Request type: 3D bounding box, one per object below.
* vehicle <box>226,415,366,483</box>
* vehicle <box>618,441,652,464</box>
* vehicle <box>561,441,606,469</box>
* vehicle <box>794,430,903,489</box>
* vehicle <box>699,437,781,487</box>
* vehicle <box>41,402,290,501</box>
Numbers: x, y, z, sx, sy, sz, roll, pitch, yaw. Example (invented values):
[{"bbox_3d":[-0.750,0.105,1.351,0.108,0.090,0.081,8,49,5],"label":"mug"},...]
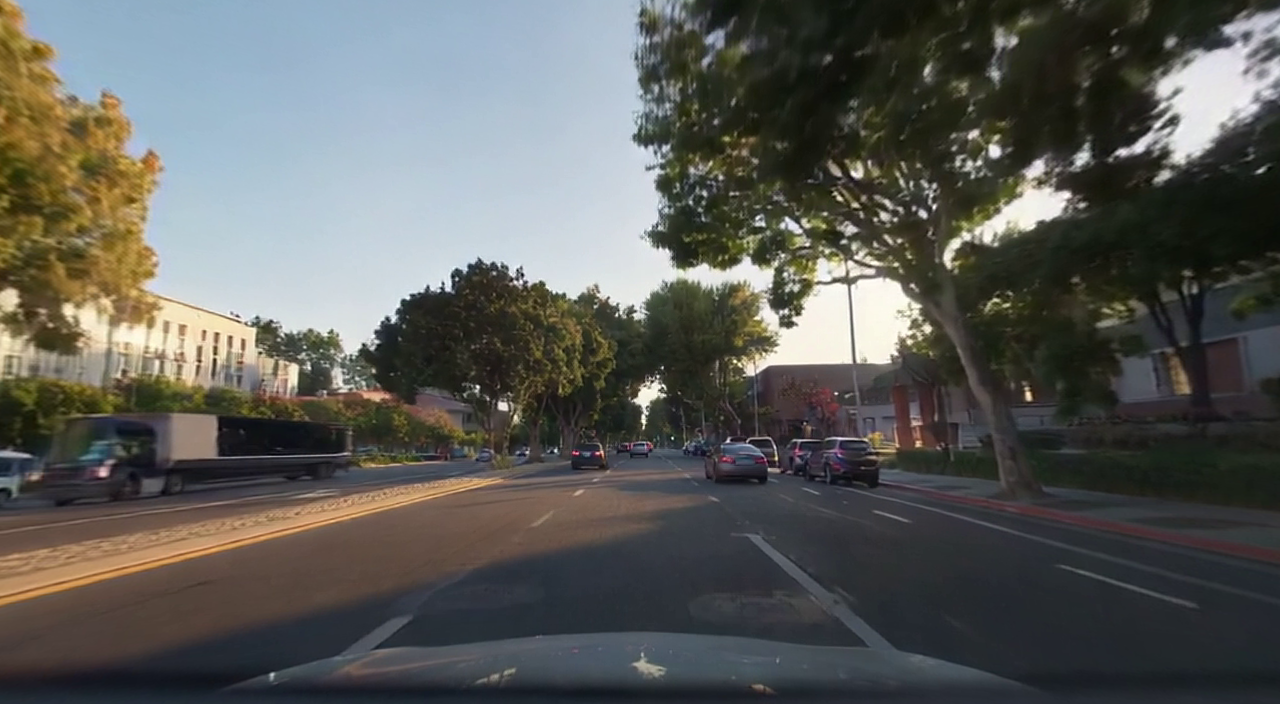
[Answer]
[{"bbox_3d":[-19.031,5.479,35.829,2.780,3.339,8.934,0,-8,1],"label":"vehicle"},{"bbox_3d":[-0.300,6.656,41.892,2.101,1.480,3.929,0,-8,0],"label":"vehicle"},{"bbox_3d":[-3.134,5.793,35.656,2.082,1.467,4.379,0,-8,1],"label":"vehicle"},{"bbox_3d":[6.906,3.601,21.488,2.023,1.758,4.795,0,-8,-1],"label":"vehicle"},{"bbox_3d":[3.235,3.672,21.377,1.990,1.486,4.431,0,-8,-1],"label":"vehicle"},{"bbox_3d":[-19.112,4.139,26.683,2.995,3.396,9.534,0,-8,1],"label":"vehicle"}]
